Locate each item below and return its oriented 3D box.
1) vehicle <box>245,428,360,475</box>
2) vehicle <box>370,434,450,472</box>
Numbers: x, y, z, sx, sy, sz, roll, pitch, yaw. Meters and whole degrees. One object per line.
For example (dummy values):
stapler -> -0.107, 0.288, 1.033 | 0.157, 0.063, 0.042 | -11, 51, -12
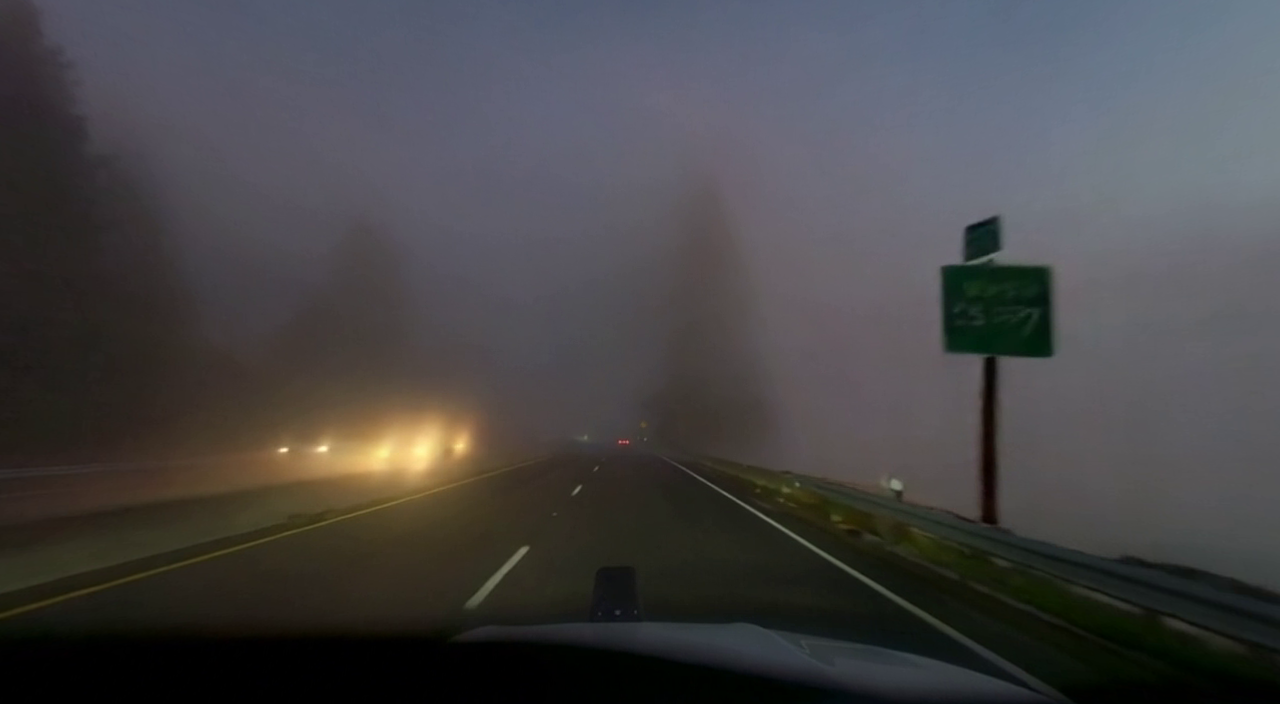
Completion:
vehicle -> -12.504, 3.690, 23.746 | 1.971, 1.581, 4.317 | 0, -8, 0
vehicle -> -9.500, 4.177, 26.401 | 1.911, 1.465, 3.948 | 0, -8, -1
